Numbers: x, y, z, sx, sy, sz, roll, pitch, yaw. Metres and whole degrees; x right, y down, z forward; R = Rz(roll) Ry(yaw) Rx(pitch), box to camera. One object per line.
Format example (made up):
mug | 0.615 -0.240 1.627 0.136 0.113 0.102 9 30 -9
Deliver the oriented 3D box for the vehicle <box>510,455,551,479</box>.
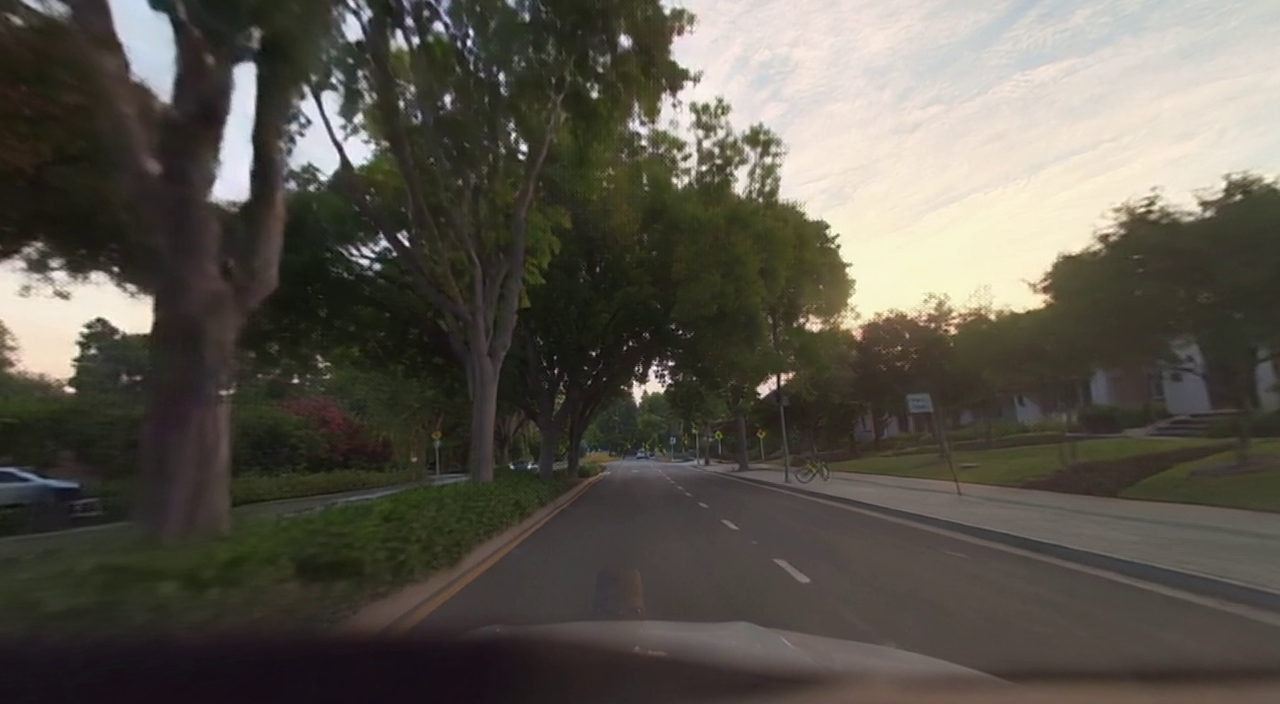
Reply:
vehicle | -7.408 7.835 43.247 2.006 1.501 4.789 0 -9 0
